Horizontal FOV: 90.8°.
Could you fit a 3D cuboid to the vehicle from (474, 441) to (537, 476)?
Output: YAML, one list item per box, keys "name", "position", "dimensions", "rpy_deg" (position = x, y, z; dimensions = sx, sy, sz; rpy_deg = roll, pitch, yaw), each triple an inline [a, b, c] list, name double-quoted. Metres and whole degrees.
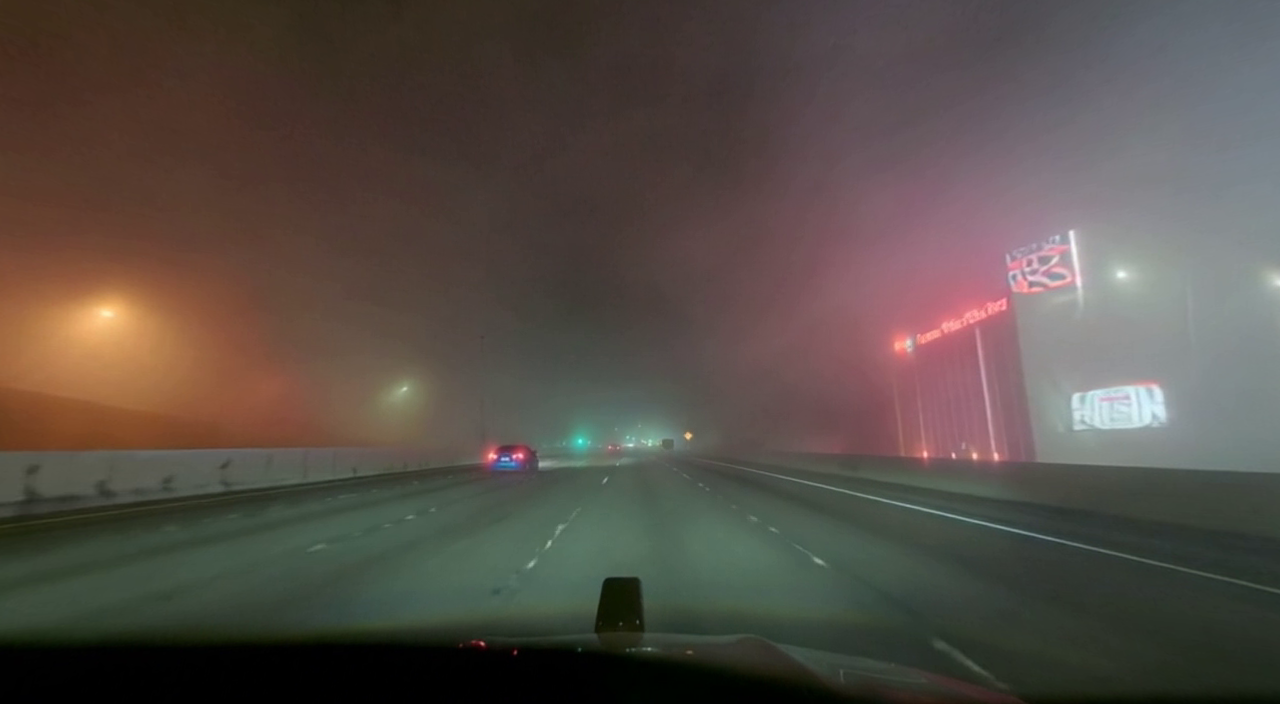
- name: "vehicle"
  position: [-6.219, 4.963, 29.734]
  dimensions: [1.990, 1.529, 4.288]
  rpy_deg: [0, -8, 0]
